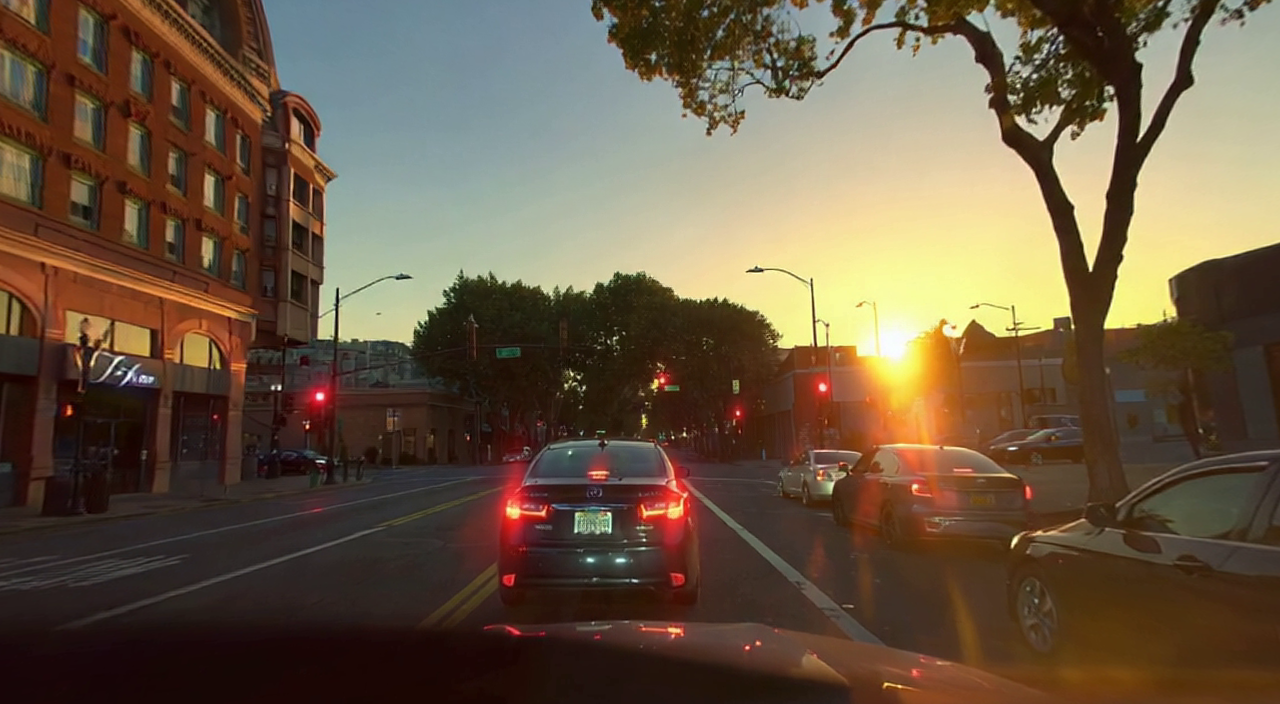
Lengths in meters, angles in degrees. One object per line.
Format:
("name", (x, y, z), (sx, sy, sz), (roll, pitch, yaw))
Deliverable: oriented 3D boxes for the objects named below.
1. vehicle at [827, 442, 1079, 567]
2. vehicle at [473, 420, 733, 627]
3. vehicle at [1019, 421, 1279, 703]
("vehicle", (4.538, 2.221, 10.122), (1.912, 1.505, 4.618), (-1, -8, 4))
("vehicle", (-0.273, 1.527, 6.507), (1.888, 1.489, 3.703), (0, -8, 0))
("vehicle", (3.178, 0.826, 1.106), (2.006, 1.496, 4.767), (0, -9, -1))
